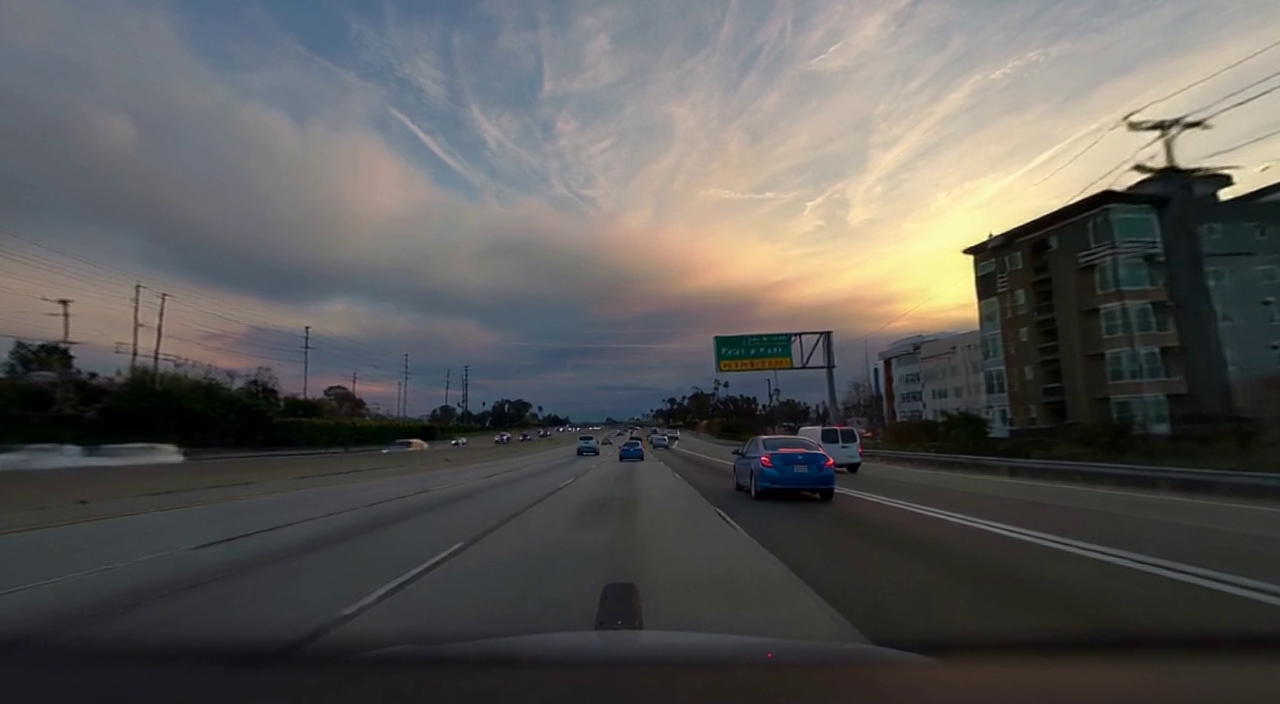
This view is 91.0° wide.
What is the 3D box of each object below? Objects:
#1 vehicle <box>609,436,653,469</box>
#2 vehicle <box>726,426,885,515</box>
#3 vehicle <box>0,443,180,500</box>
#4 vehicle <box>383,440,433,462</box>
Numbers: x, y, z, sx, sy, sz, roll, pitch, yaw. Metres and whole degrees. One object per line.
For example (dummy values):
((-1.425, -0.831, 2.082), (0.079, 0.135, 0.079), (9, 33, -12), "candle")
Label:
((-0.455, 4.849, 30.456), (2.019, 1.472, 3.971), (0, -8, -2), "vehicle")
((3.209, 2.398, 13.284), (1.995, 1.533, 4.463), (0, -8, -2), "vehicle")
((-16.753, 3.547, 19.217), (1.912, 1.492, 4.608), (0, -8, 0), "vehicle")
((-16.937, 7.246, 46.188), (1.890, 1.564, 4.563), (0, -8, 0), "vehicle")
